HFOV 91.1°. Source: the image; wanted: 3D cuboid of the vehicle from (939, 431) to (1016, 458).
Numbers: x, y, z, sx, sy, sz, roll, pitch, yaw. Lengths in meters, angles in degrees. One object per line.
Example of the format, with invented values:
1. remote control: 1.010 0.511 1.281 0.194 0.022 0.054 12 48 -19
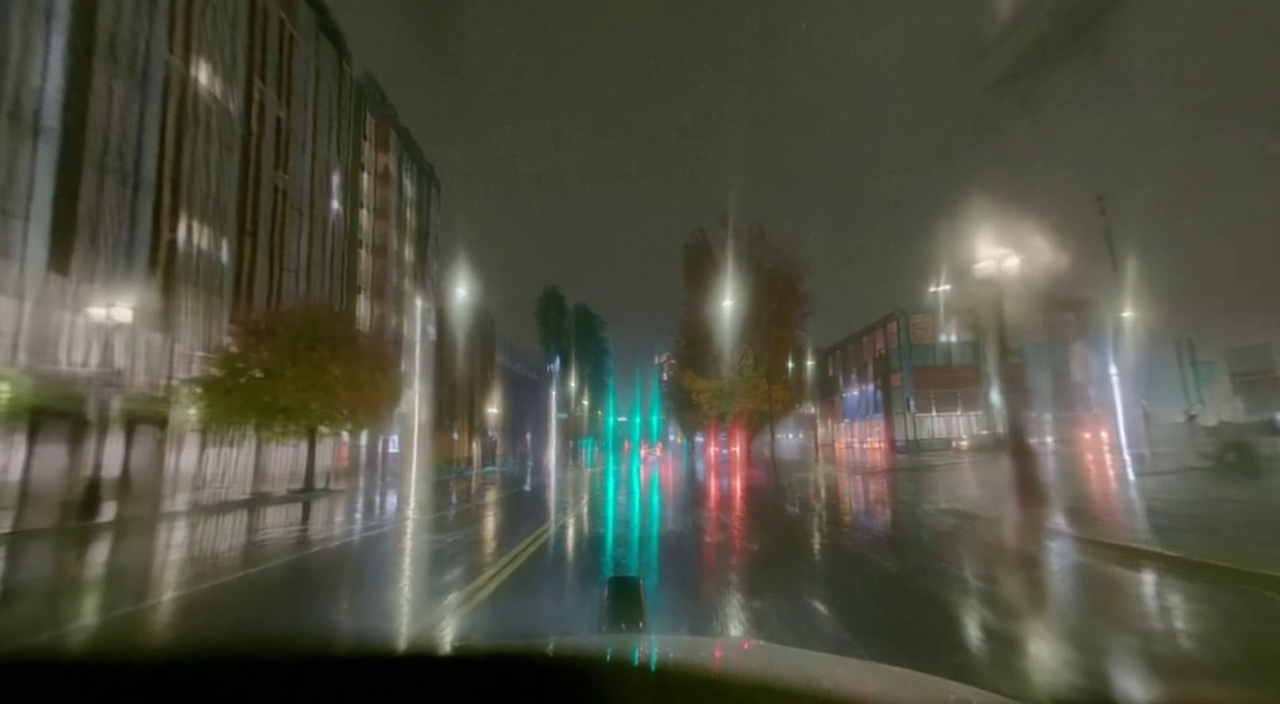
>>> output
1. vehicle: 24.709 6.807 46.119 2.005 1.861 4.478 4 -10 -27

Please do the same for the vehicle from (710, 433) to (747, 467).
1. vehicle: 6.566 7.284 46.865 2.021 2.433 3.088 0 -8 -5

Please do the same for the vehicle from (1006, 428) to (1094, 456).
1. vehicle: 32.380 7.209 49.779 2.097 1.894 5.338 1 -10 -26
